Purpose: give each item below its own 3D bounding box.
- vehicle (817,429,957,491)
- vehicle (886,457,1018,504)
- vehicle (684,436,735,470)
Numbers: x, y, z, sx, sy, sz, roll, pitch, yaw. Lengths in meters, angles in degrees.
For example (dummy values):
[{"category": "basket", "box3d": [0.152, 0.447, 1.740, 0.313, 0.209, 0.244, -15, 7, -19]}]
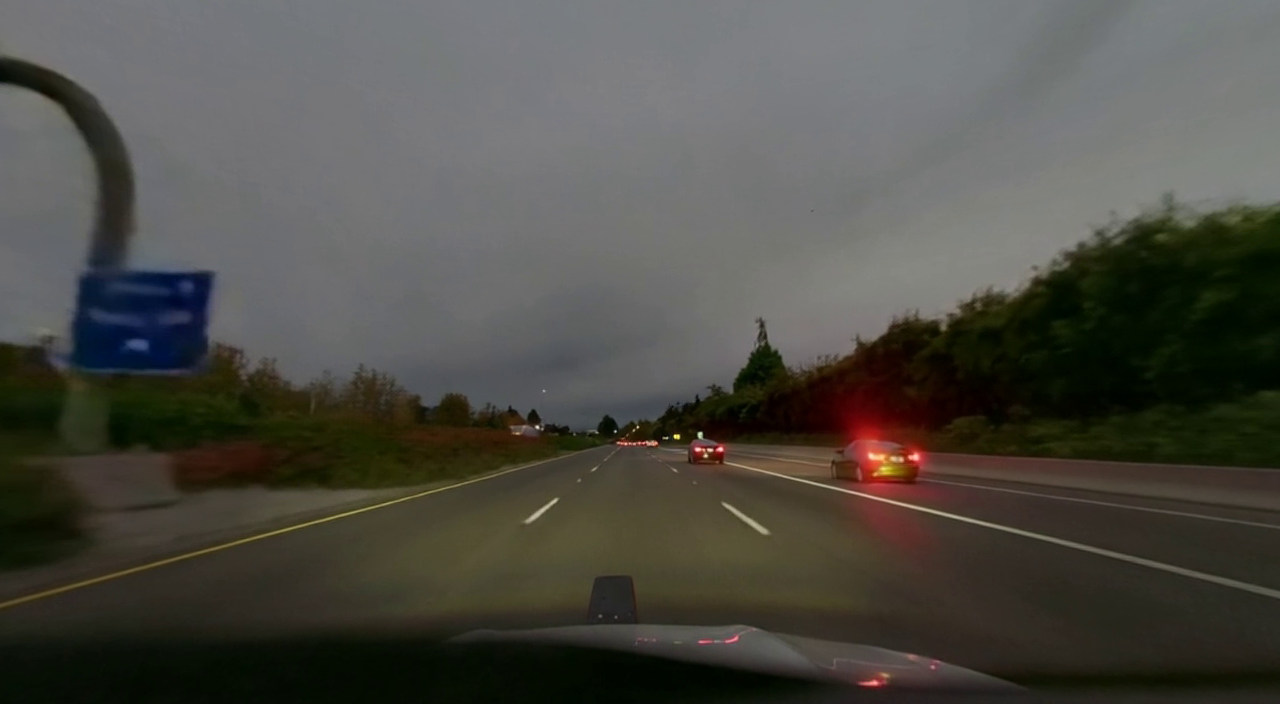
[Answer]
[{"category": "vehicle", "box3d": [6.908, 3.053, 18.345, 2.003, 1.522, 4.940, 0, -8, -1]}, {"category": "vehicle", "box3d": [7.017, 2.893, 14.449, 1.535, 0.862, 2.814, 0, -8, -2]}, {"category": "vehicle", "box3d": [3.187, 4.690, 29.623, 1.819, 1.468, 3.770, 0, -8, -2]}]
